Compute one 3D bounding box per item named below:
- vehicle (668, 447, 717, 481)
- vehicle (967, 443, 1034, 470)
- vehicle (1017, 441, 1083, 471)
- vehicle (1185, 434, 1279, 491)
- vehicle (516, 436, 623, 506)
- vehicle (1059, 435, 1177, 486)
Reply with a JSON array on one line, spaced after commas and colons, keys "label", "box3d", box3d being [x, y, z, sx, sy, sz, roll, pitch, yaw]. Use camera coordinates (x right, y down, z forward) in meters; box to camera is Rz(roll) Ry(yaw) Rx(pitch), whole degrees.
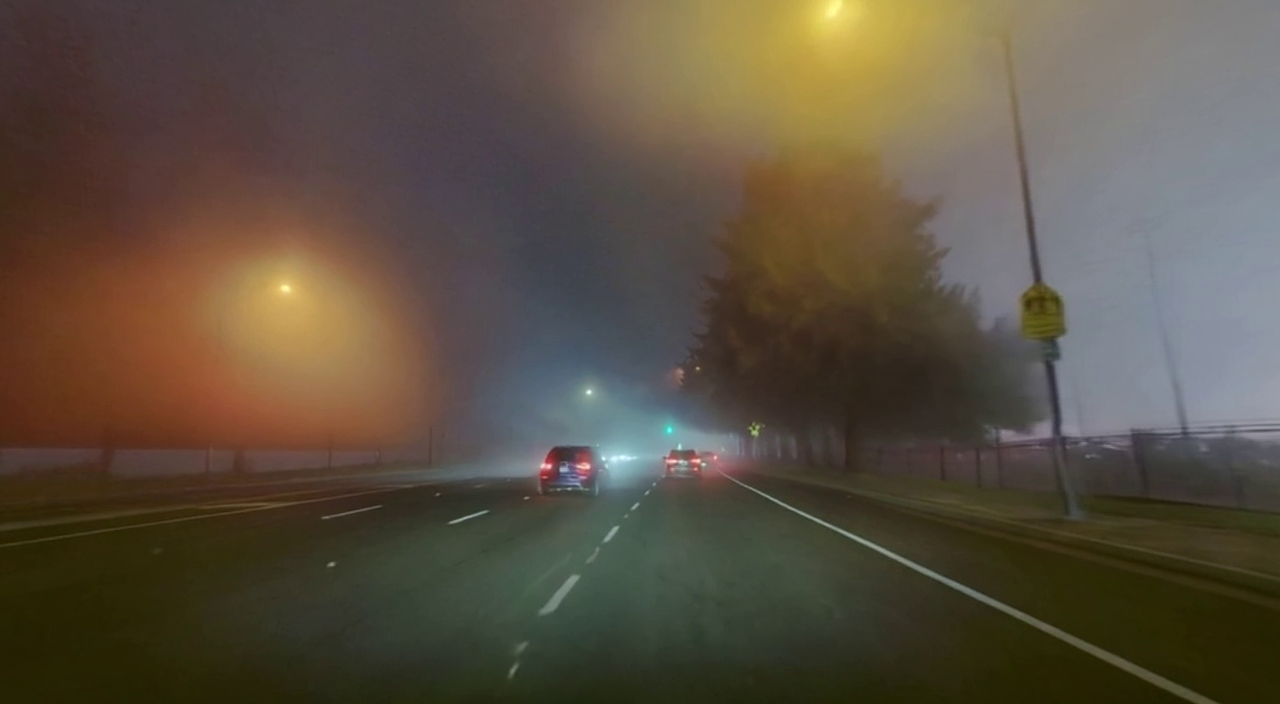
[{"label": "vehicle", "box3d": [2.504, 5.291, 30.161, 2.147, 1.474, 4.083, -1, -9, 4]}, {"label": "vehicle", "box3d": [20.940, 6.024, 36.647, 4.404, 1.469, 1.947, 7, -11, -41]}, {"label": "vehicle", "box3d": [22.849, 5.754, 35.106, 2.039, 1.440, 4.655, -13, -14, 43]}, {"label": "vehicle", "box3d": [17.170, 3.101, 18.008, 2.131, 1.437, 4.325, -8, -12, 43]}, {"label": "vehicle", "box3d": [-1.770, 3.246, 17.665, 2.105, 1.676, 4.541, -1, -9, 5]}, {"label": "vehicle", "box3d": [15.725, 3.500, 20.682, 4.830, 1.459, 2.041, 8, -12, -41]}]
